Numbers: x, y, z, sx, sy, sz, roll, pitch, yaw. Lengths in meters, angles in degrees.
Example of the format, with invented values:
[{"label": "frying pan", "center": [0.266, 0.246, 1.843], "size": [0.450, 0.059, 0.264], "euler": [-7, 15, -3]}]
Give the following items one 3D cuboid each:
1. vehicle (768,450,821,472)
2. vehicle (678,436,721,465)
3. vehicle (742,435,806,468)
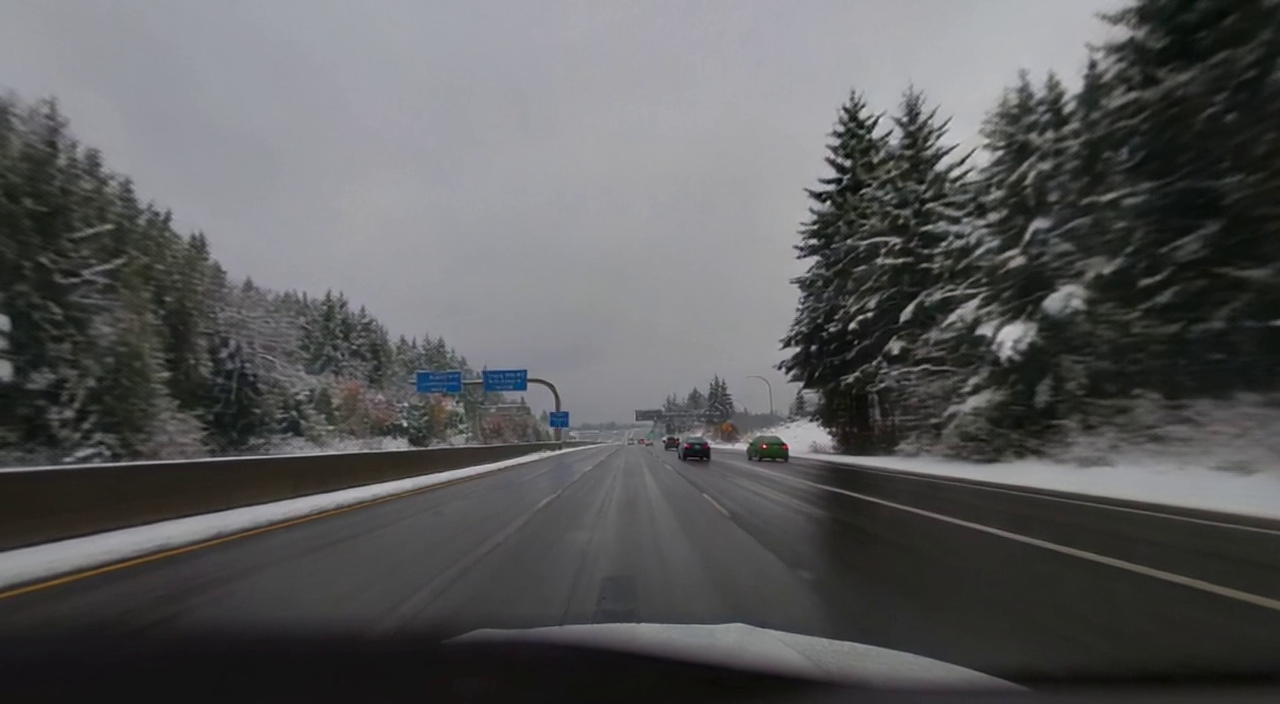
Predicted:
[{"label": "vehicle", "center": [6.751, 4.766, 27.729], "size": [1.535, 0.862, 2.814], "euler": [0, -8, -2]}, {"label": "vehicle", "center": [3.140, 5.250, 33.972], "size": [1.819, 1.468, 3.770], "euler": [0, -8, -2]}, {"label": "vehicle", "center": [6.613, 4.920, 31.624], "size": [2.003, 1.522, 4.940], "euler": [0, -8, -2]}]
